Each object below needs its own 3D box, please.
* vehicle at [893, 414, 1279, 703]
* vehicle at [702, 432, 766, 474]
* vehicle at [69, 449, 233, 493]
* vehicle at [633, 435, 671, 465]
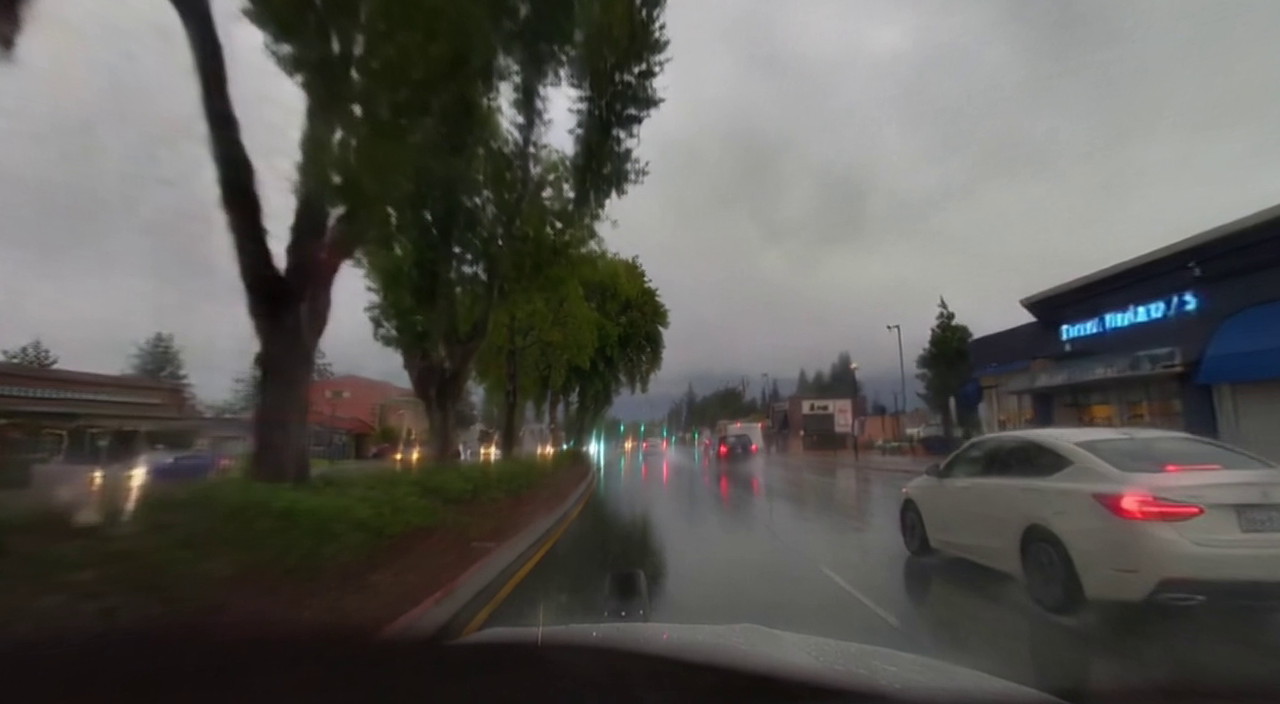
[{"bbox_3d":[4.050,1.365,5.379,1.908,1.463,4.506,0,-8,1],"label":"vehicle"},{"bbox_3d":[3.999,4.386,27.443,2.115,1.692,4.189,0,-8,0],"label":"vehicle"},{"bbox_3d":[-18.856,4.573,24.630,2.280,1.489,5.106,0,-8,1],"label":"vehicle"},{"bbox_3d":[0.683,5.767,37.191,2.098,1.682,3.778,0,-8,0],"label":"vehicle"}]
